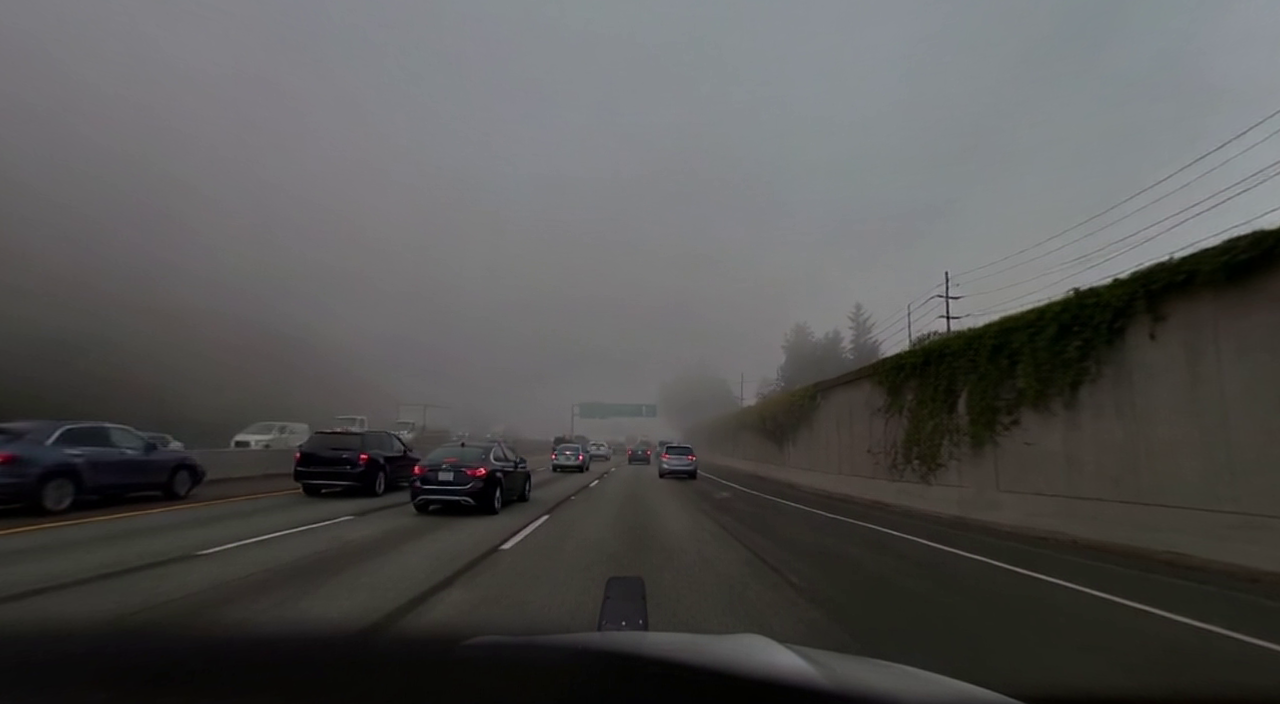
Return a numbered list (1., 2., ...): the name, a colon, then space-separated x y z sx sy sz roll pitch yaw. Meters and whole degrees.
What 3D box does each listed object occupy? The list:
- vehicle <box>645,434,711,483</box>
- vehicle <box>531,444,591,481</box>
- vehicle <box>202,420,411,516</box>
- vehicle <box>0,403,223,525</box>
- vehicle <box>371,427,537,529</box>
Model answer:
1. vehicle: 1.730 5.194 31.110 2.793 2.132 5.682 0 -8 -1
2. vehicle: -3.487 4.964 28.680 2.049 1.530 4.707 0 -8 1
3. vehicle: -7.271 2.582 14.516 2.222 1.825 4.640 0 -8 0
4. vehicle: -10.736 2.065 12.014 2.089 1.847 4.981 0 -8 1
5. vehicle: -3.561 2.497 13.112 2.026 1.719 4.490 0 -8 1
